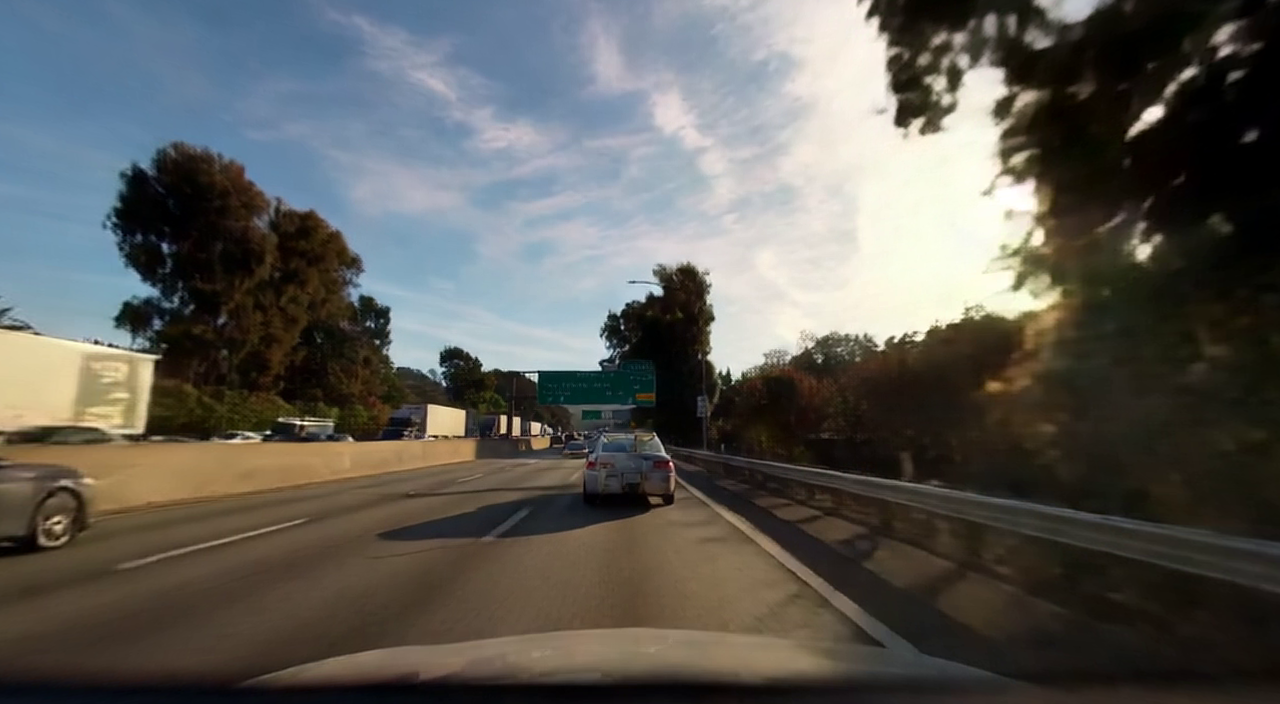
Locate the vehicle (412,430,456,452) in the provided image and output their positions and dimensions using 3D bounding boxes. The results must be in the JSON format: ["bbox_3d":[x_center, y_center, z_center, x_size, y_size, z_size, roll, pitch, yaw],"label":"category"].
[{"bbox_3d":[-15.784,6.848,48.326,2.004,1.551,4.231,0,-8,-1],"label":"vehicle"}]

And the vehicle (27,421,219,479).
[{"bbox_3d":[-14.700,2.817,18.291,1.903,1.473,4.391,0,-8,-1],"label":"vehicle"}]

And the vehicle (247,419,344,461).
[{"bbox_3d":[-14.917,3.872,27.535,1.895,1.683,4.224,0,-8,-1],"label":"vehicle"}]

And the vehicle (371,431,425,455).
[{"bbox_3d":[-15.640,5.917,40.873,1.865,1.476,4.348,0,-8,-1],"label":"vehicle"}]

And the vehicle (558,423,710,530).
[{"bbox_3d":[-0.122,2.069,11.132,2.127,1.497,4.445,0,-8,-1],"label":"vehicle"}]

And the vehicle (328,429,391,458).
[{"bbox_3d":[-15.415,5.061,34.756,1.773,1.481,3.722,0,-8,-1],"label":"vehicle"}]

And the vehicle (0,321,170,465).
[{"bbox_3d":[-18.775,1.394,18.957,2.864,3.858,8.249,0,-8,-1],"label":"vehicle"}]
